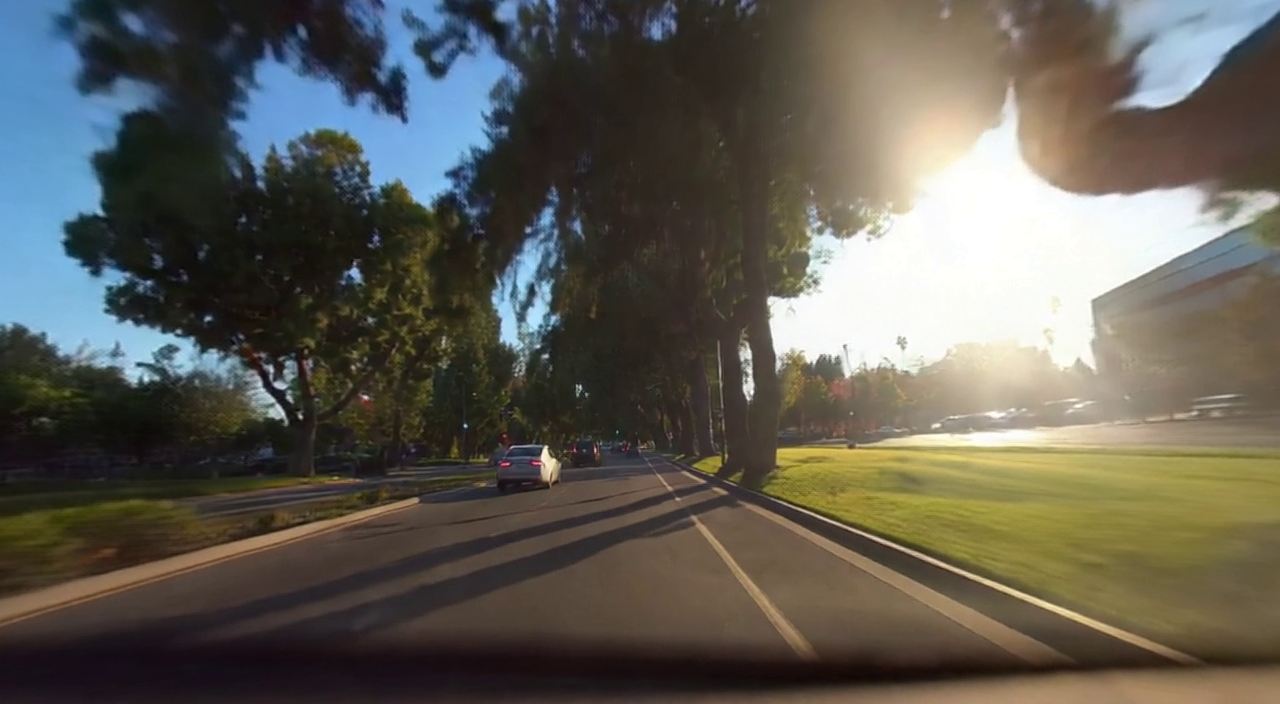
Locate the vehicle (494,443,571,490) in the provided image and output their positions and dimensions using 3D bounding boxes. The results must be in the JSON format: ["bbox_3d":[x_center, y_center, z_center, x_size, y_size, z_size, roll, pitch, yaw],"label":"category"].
[{"bbox_3d":[-3.641,3.938,22.096,1.932,1.431,4.144,-1,-8,1],"label":"vehicle"}]
